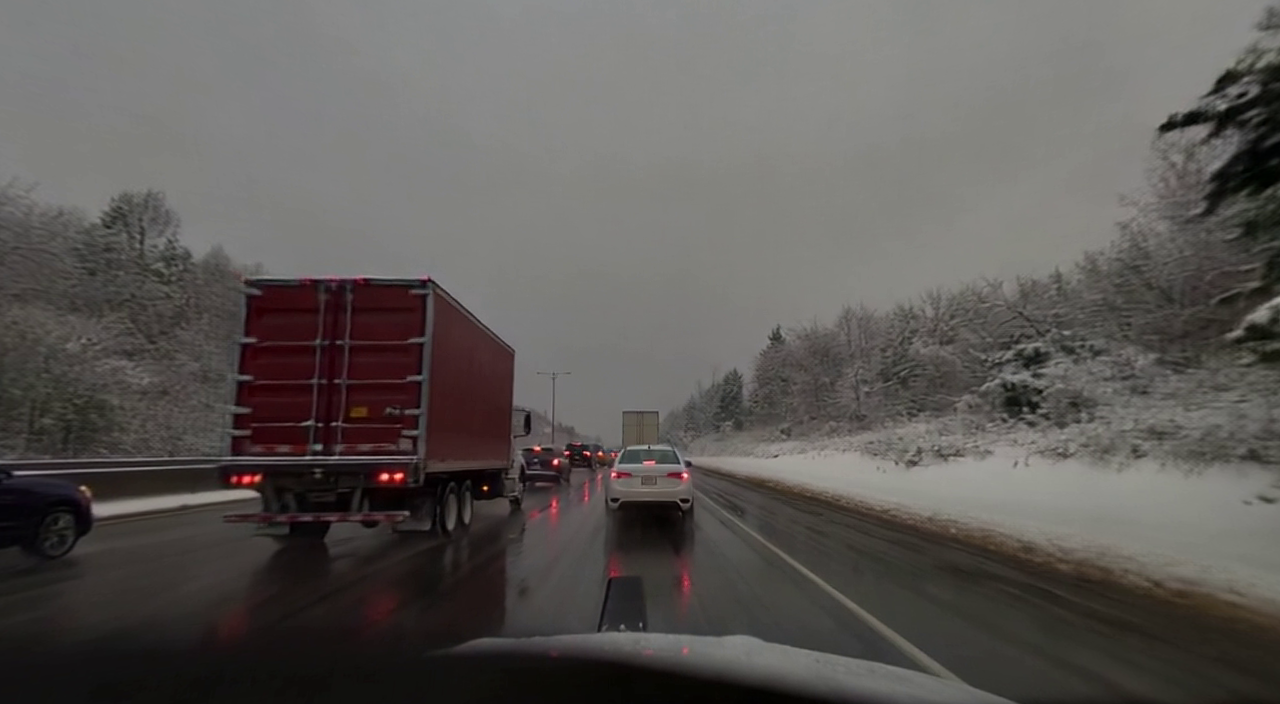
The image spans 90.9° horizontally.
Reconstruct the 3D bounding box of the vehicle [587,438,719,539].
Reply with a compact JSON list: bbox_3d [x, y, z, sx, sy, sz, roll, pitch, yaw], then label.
[{"bbox_3d":[0.195,2.340,11.297,1.995,1.495,3.380,0,-9,0],"label":"vehicle"}]

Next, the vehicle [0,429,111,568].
[{"bbox_3d":[-7.864,1.458,5.962,1.824,1.489,4.422,0,-9,1],"label":"vehicle"}]

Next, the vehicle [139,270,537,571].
[{"bbox_3d":[-3.886,1.307,10.801,2.832,3.293,7.782,0,-9,1],"label":"vehicle"}]
